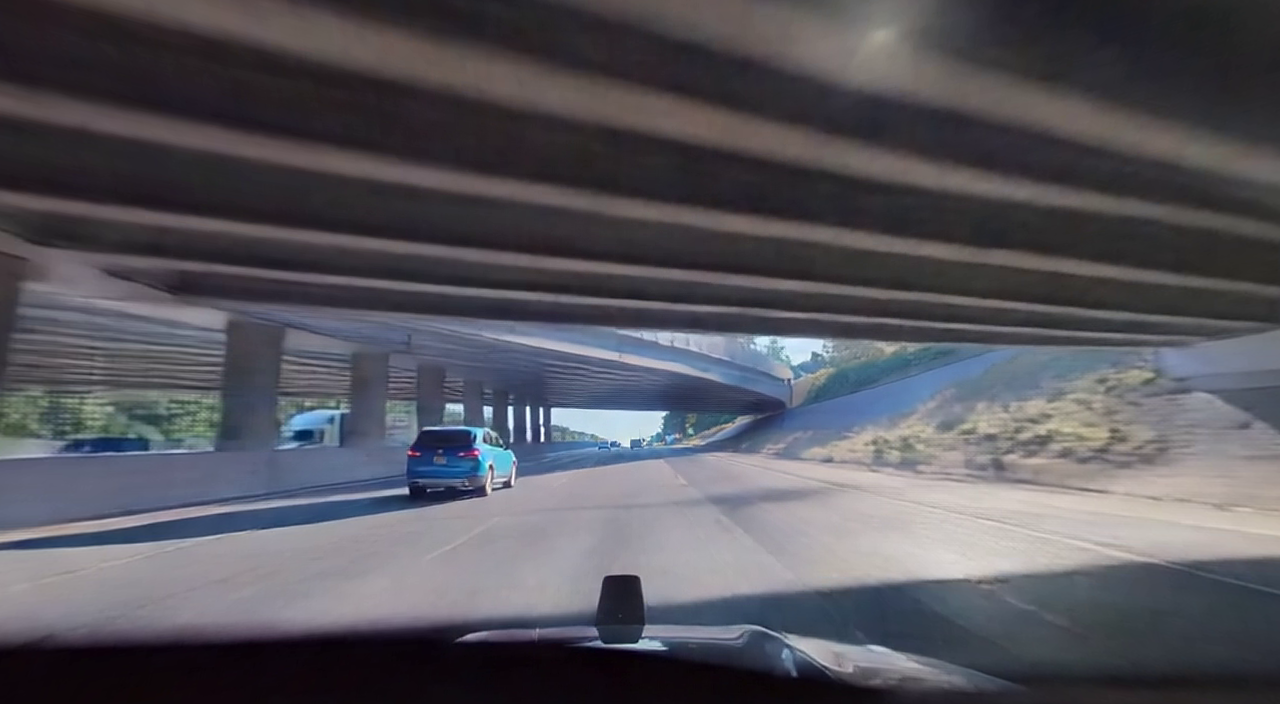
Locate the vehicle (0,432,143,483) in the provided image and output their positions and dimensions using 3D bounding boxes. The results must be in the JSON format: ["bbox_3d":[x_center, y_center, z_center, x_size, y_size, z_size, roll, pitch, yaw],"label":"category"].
[{"bbox_3d":[-28.220,5.125,31.066,2.355,2.256,5.912,0,-8,0],"label":"vehicle"}]

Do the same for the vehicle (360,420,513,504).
[{"bbox_3d":[-4.549,2.534,14.870,2.125,1.662,4.336,0,-8,1],"label":"vehicle"}]

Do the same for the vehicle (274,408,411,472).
[{"bbox_3d":[-17.544,5.375,38.399,2.936,3.275,11.845,0,-8,-2],"label":"vehicle"}]
